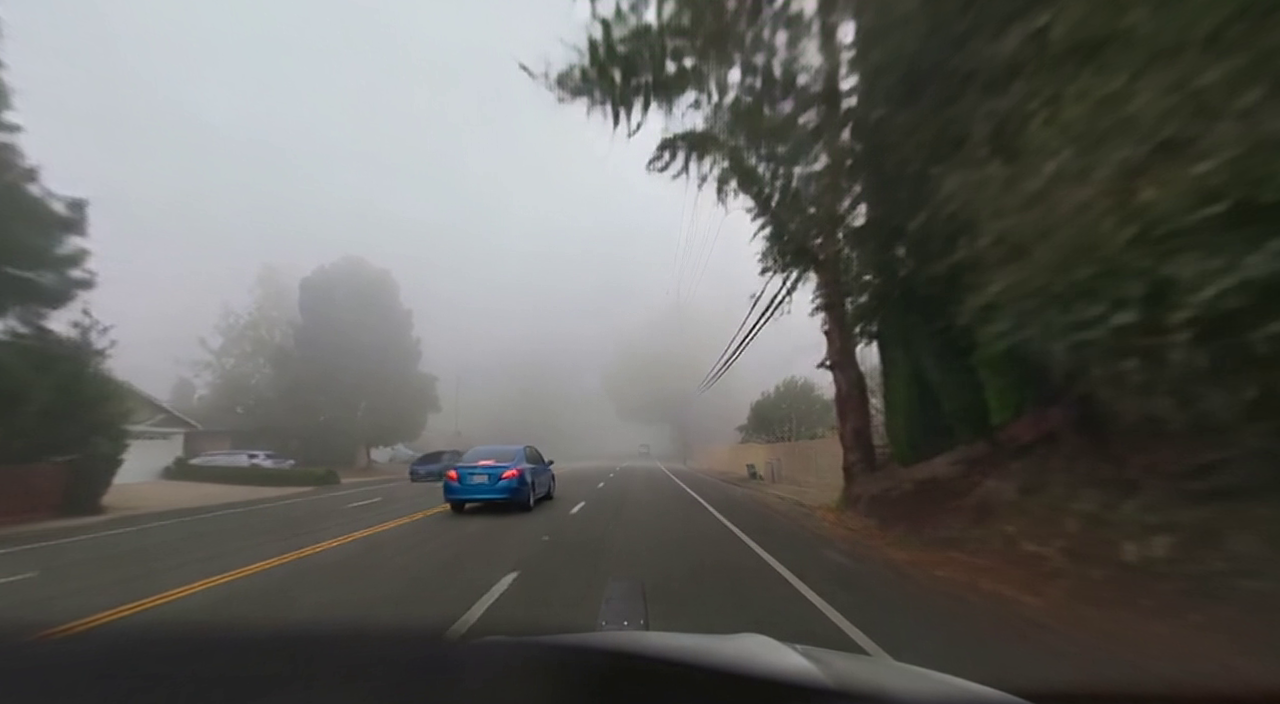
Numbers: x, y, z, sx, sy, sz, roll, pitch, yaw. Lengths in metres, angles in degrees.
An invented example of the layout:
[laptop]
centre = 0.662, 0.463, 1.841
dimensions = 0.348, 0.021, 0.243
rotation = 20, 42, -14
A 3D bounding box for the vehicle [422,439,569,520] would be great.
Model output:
[vehicle]
centre = -3.031, 2.785, 14.506
dimensions = 2.085, 1.512, 5.023
rotation = 0, -8, 1
